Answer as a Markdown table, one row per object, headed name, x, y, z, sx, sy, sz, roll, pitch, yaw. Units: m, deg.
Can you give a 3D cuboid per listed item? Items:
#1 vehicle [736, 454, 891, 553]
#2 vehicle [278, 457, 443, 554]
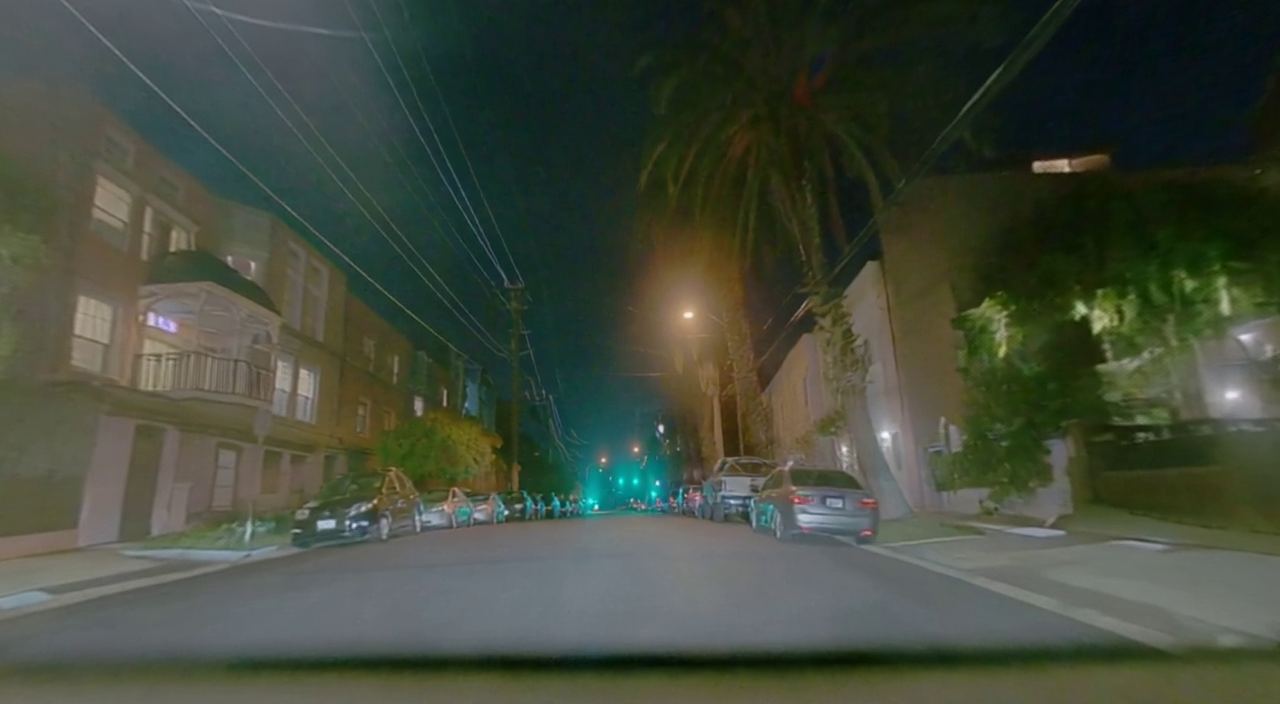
| name | x | y | z | sx | sy | sz | roll | pitch | yaw |
| --- | --- | --- | --- | --- | --- | --- | --- | --- | --- |
| vehicle | 3.048 | 2.713 | 11.953 | 1.756 | 1.455 | 3.965 | 0 | -8 | -1 |
| vehicle | -6.521 | 3.560 | 15.486 | 1.933 | 1.824 | 5.142 | 0 | -8 | -3 |
